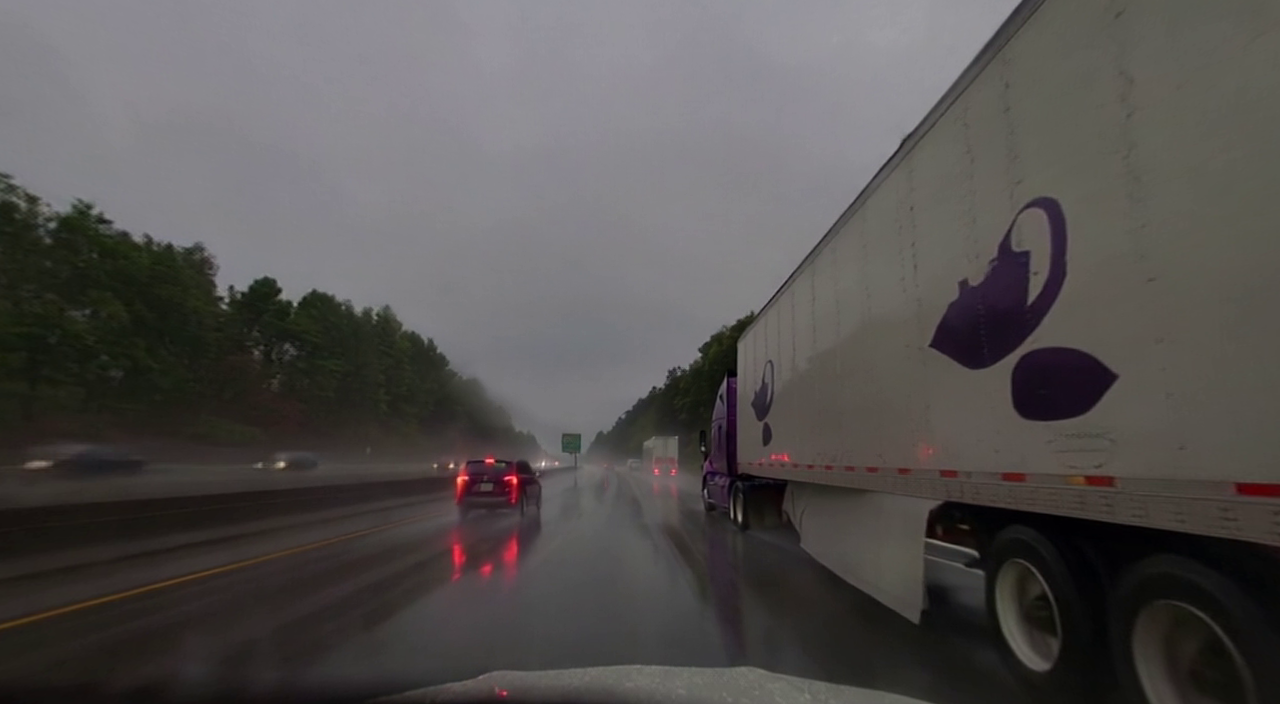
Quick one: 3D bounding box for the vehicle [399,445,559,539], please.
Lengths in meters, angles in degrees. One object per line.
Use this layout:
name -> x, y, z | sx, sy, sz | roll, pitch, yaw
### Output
vehicle -> -3.115, 2.891, 13.460 | 2.010, 1.580, 4.949 | 1, -10, 1

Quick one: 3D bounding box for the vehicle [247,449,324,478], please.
vehicle -> -20.266, 6.447, 36.295 | 1.872, 1.487, 4.511 | 1, -10, -2

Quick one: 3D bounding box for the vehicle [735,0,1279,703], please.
vehicle -> 3.726, 0.727, 7.663 | 2.856, 4.040, 14.009 | 1, -10, -1

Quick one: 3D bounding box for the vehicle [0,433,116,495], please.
vehicle -> -16.108, 2.888, 16.299 | 1.760, 1.457, 3.788 | 1, -10, -1
